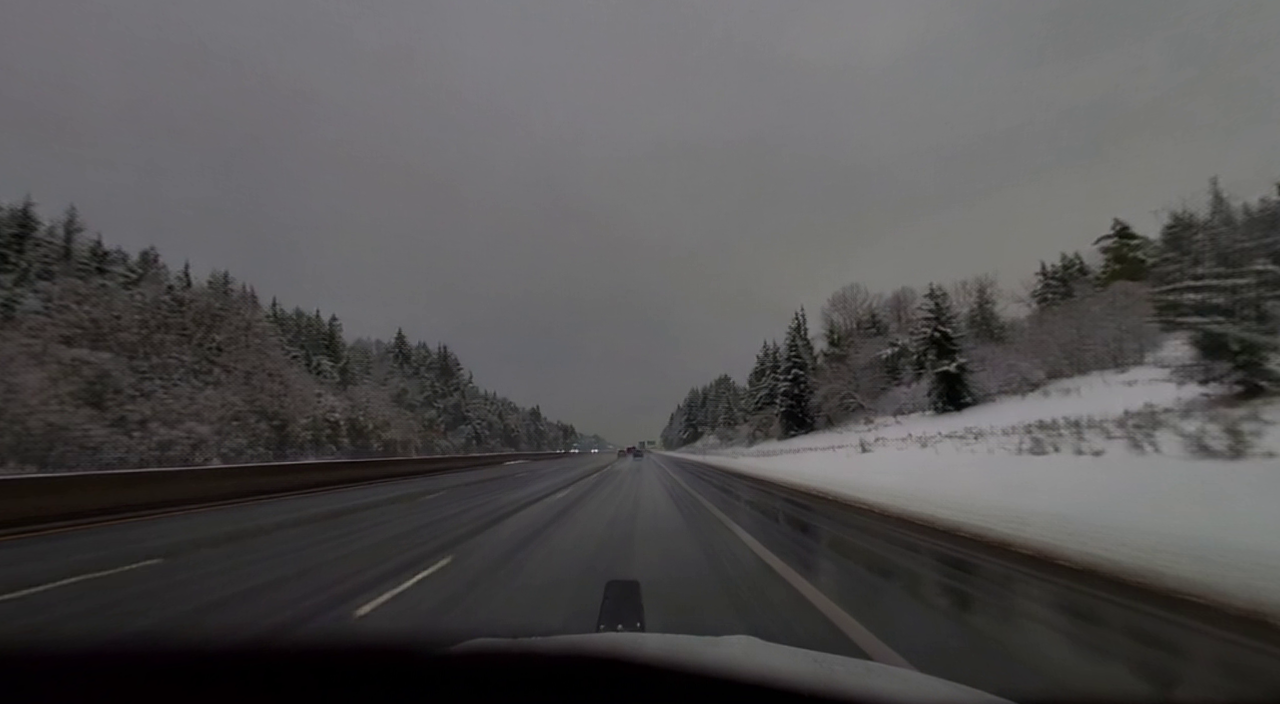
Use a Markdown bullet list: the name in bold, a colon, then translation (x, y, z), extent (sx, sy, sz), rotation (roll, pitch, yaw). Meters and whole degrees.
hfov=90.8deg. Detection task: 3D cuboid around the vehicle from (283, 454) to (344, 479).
- **vehicle**: translation (-21.011, 7.369, 40.801), extent (1.776, 1.443, 4.091), rotation (0, -9, 0)
